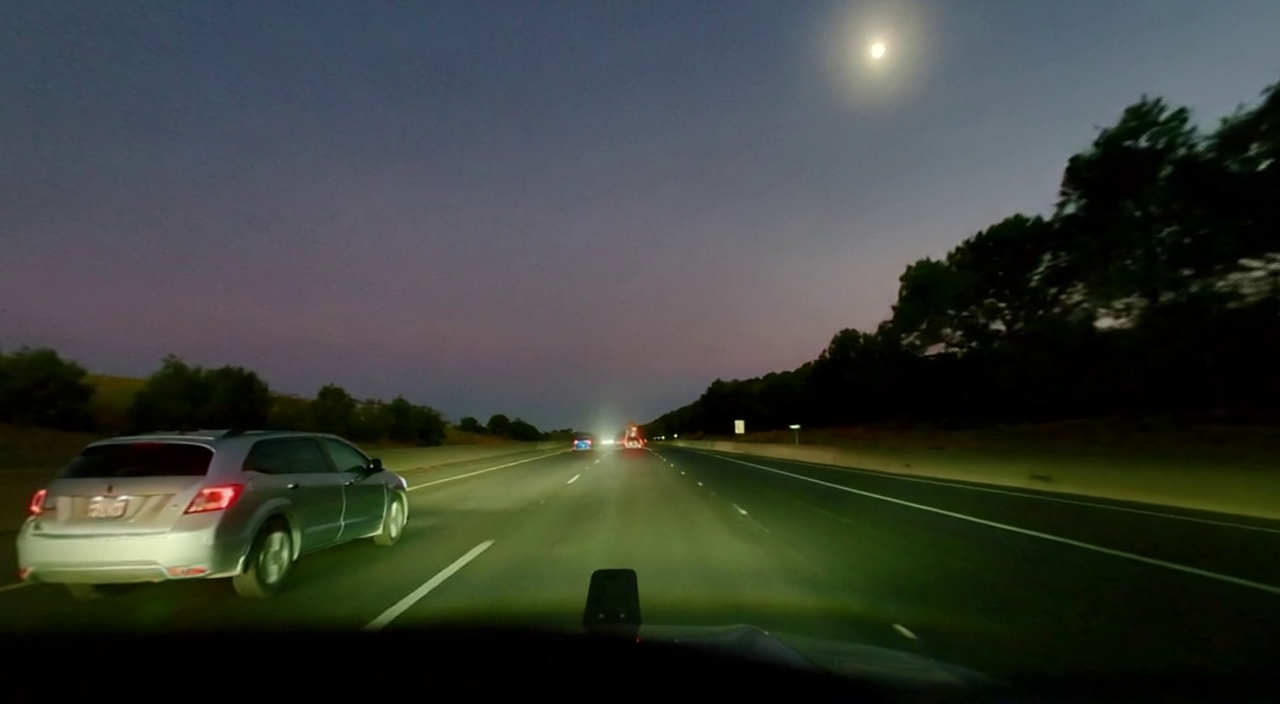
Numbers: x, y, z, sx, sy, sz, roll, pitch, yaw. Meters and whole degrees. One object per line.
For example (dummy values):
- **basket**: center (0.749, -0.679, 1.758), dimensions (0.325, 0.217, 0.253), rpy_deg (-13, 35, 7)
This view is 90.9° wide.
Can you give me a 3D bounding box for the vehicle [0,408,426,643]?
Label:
- **vehicle**: center (-3.753, 1.387, 6.125), dimensions (1.931, 1.483, 4.105), rpy_deg (0, -8, -1)
